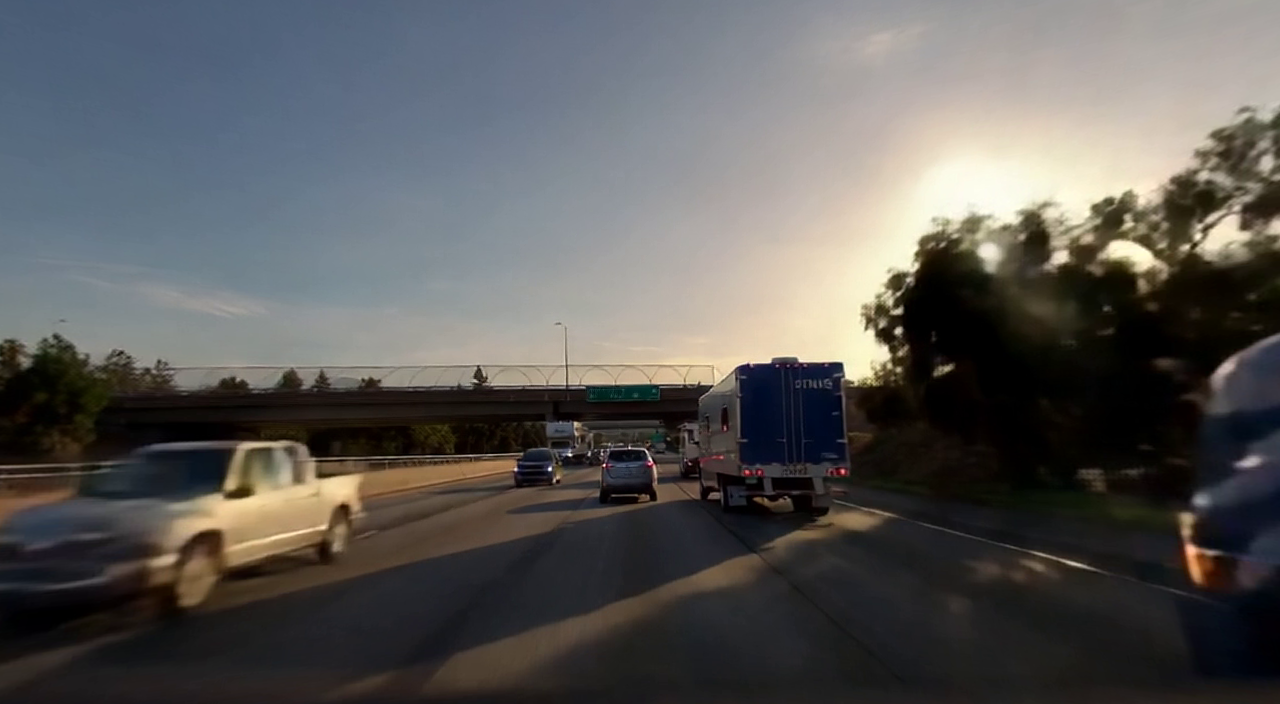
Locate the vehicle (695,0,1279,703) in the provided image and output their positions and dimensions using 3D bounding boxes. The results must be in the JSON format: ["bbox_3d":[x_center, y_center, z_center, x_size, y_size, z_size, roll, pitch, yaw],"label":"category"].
[{"bbox_3d":[2.973,0.597,8.792,2.934,4.123,15.785,0,-9,0],"label":"vehicle"}]

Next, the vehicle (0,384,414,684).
[{"bbox_3d":[-3.908,1.383,5.859,1.986,1.733,4.209,0,-9,1],"label":"vehicle"}]

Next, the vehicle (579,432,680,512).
[{"bbox_3d":[-0.258,2.960,15.970,2.201,1.719,4.058,0,-9,-1],"label":"vehicle"}]

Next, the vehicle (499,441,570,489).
[{"bbox_3d":[-4.048,4.409,24.914,2.074,1.717,4.089,0,-9,1],"label":"vehicle"}]
